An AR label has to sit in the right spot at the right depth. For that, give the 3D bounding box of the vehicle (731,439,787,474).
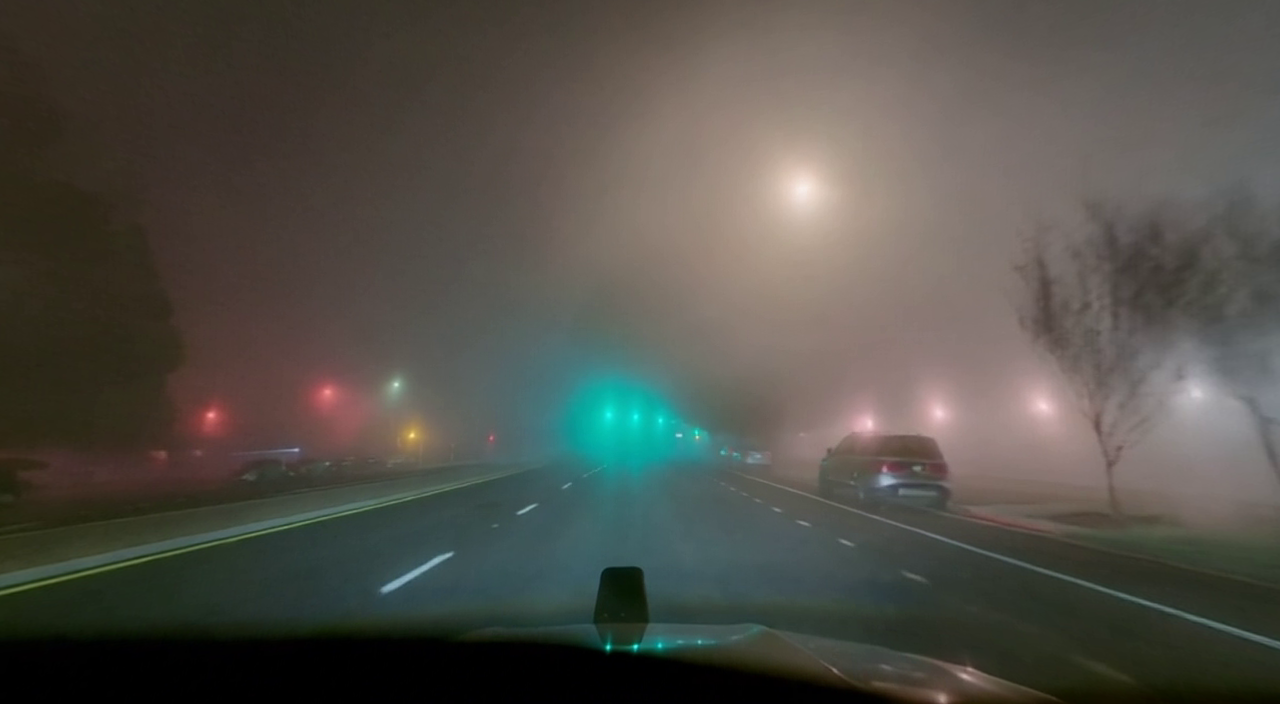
[{"bbox_3d":[6.058,5.355,32.450,1.918,1.662,4.393,0,-9,-2],"label":"vehicle"}]

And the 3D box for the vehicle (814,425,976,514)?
[{"bbox_3d":[5.924,2.767,15.323,2.004,1.816,4.585,0,-8,0],"label":"vehicle"}]

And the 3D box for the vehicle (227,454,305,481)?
[{"bbox_3d":[-22.171,6.827,37.415,1.883,1.450,4.659,0,-8,-2],"label":"vehicle"}]

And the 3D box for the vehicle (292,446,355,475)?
[{"bbox_3d":[-22.048,7.561,43.992,2.001,1.839,4.669,0,-8,0],"label":"vehicle"}]
